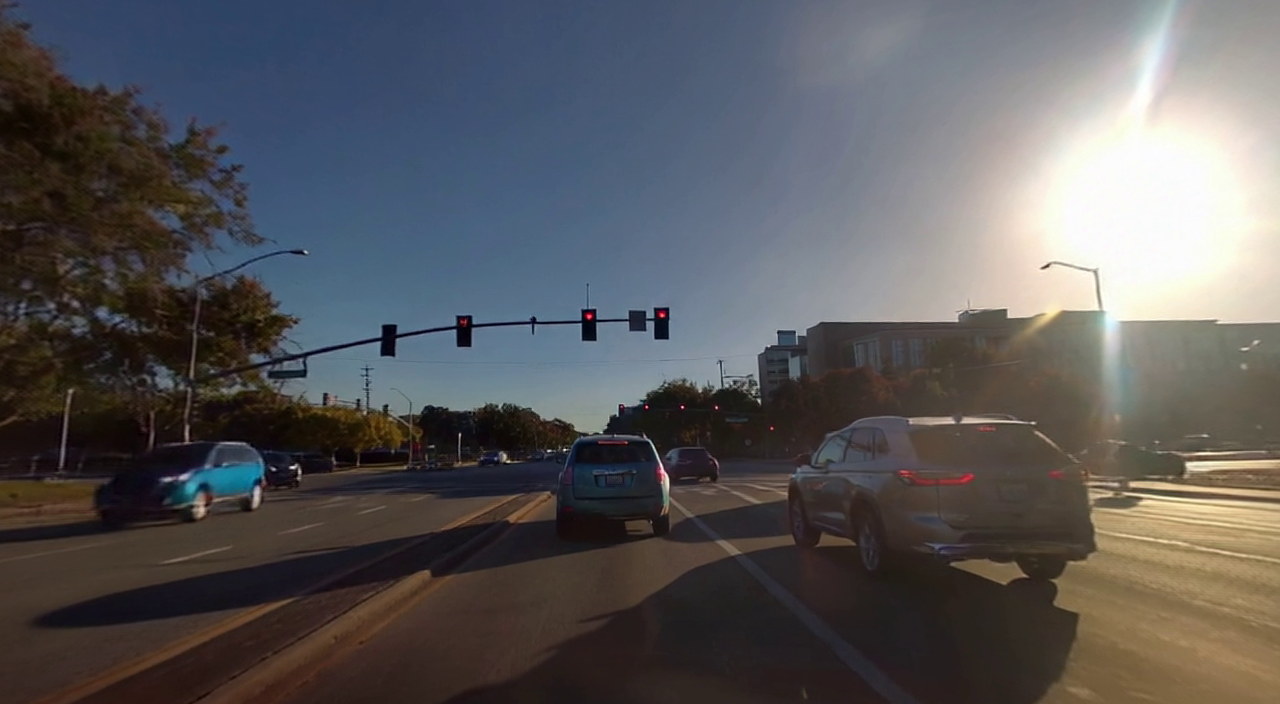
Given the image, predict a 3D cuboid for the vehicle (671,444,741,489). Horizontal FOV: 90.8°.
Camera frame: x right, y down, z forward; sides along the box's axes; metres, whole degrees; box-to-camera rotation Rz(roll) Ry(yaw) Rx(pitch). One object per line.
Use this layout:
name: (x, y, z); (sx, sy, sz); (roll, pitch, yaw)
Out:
vehicle: (2.312, 4.145, 23.265); (1.900, 1.459, 4.260); (0, -9, -3)

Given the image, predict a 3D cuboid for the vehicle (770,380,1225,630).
vehicle: (3.072, 1.432, 6.859); (2.228, 1.798, 4.370); (0, -9, -2)

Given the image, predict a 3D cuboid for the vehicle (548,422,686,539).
vehicle: (-0.391, 2.208, 11.450); (2.039, 1.698, 4.144); (0, -9, -2)

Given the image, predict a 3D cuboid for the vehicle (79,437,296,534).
vehicle: (-10.643, 3.106, 15.503); (2.354, 1.949, 4.905); (2, -9, -11)
